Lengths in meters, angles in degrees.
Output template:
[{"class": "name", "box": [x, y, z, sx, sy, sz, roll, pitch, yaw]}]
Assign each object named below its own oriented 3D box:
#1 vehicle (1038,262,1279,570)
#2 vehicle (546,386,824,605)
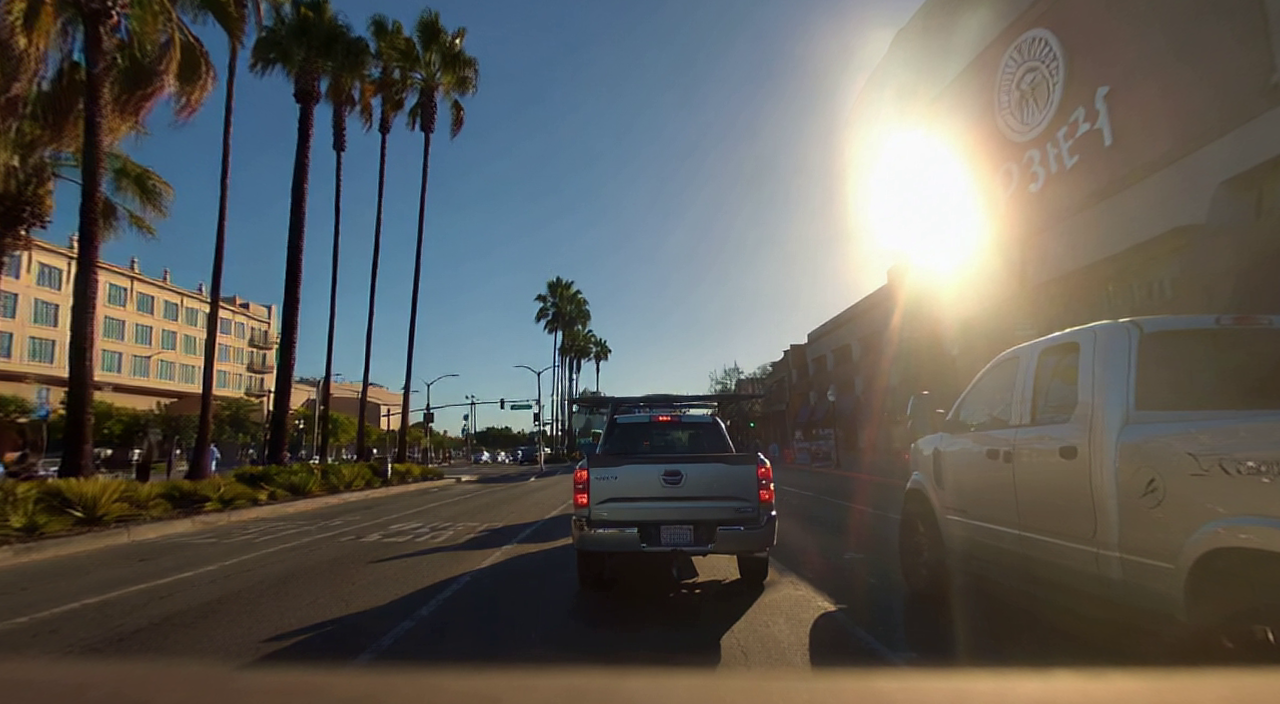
[{"class": "vehicle", "box": [7.894, 0.893, 8.600, 2.666, 3.345, 3.622, -1, -9, 7]}, {"class": "vehicle", "box": [0.407, 1.589, 7.992, 2.311, 1.819, 5.255, 0, -8, 1]}]
